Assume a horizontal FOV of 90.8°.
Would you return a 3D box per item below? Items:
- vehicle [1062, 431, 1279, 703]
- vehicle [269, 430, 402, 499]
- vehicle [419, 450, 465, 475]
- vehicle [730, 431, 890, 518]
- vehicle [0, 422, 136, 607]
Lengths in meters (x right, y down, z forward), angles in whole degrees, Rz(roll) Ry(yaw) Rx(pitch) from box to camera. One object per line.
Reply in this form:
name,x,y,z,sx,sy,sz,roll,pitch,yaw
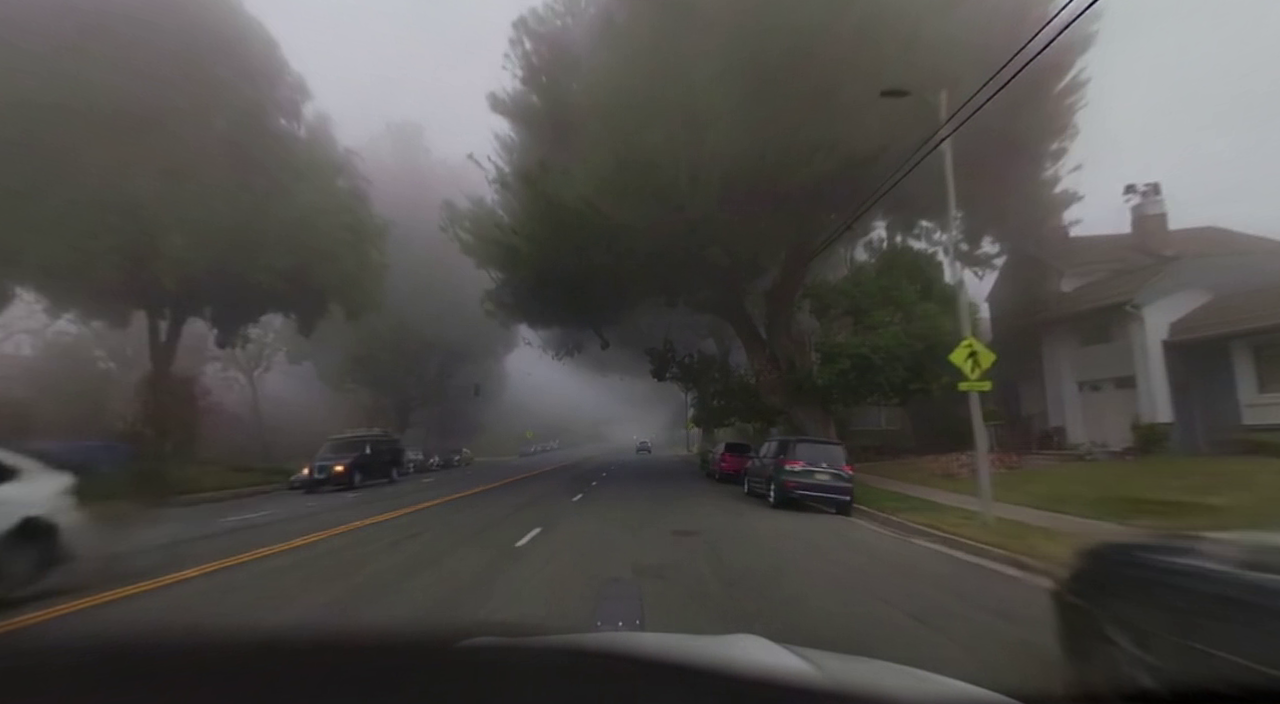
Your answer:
vehicle,3.483,0.828,0.974,2.158,1.477,5.135,0,-9,1
vehicle,-10.049,3.733,21.363,2.202,2.036,4.710,0,-9,-1
vehicle,-13.968,7.780,44.819,1.876,1.495,4.647,-4,-9,-2
vehicle,3.474,2.635,14.164,2.034,1.551,5.272,0,-9,-1
vehicle,-7.101,1.352,4.736,2.120,1.726,5.445,0,-9,0
